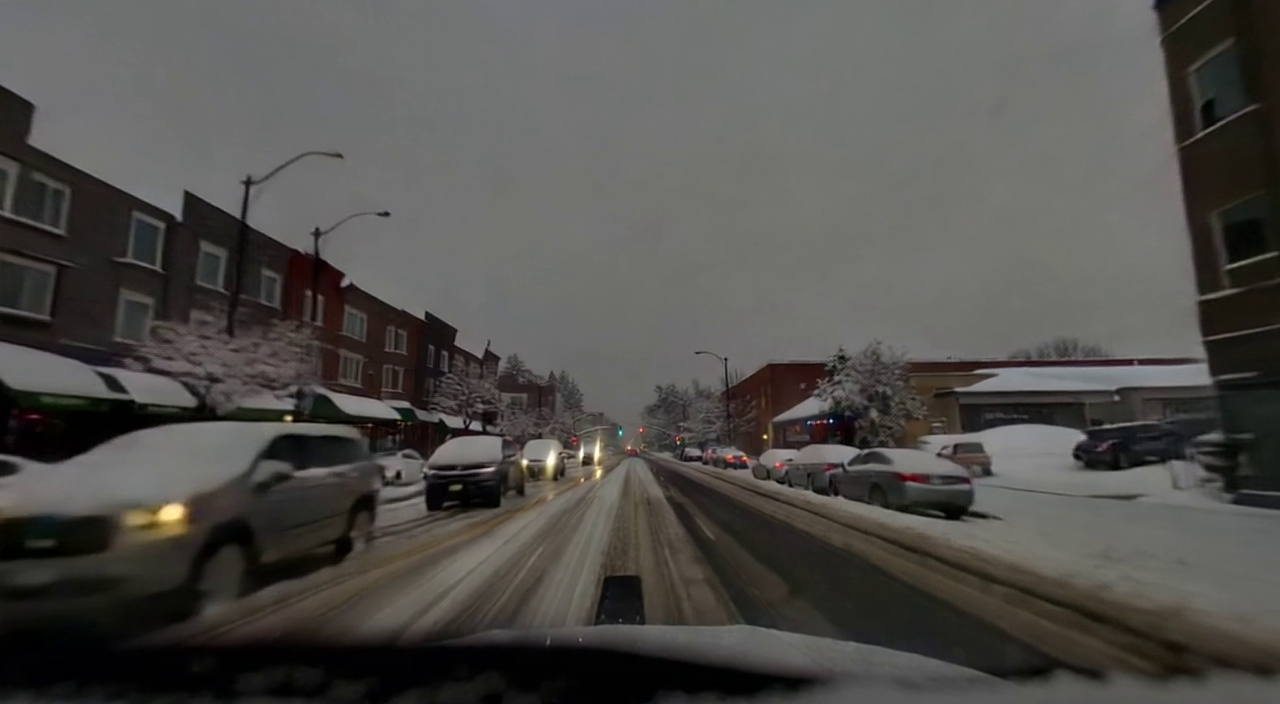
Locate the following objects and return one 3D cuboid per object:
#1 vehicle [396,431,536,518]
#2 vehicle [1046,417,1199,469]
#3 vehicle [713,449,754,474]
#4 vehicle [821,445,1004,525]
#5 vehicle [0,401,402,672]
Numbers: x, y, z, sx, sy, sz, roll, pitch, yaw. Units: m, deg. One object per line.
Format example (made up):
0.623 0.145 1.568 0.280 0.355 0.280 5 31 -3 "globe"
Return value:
-3.795 2.745 14.681 1.914 1.682 4.263 -1 -8 2 "vehicle"
17.236 3.290 22.929 1.908 1.680 4.434 0 -8 -2 "vehicle"
5.986 7.035 40.886 1.837 1.482 4.706 0 -8 -1 "vehicle"
5.970 2.918 14.566 2.054 1.525 4.258 0 -8 -4 "vehicle"
-4.331 1.463 6.182 2.145 1.653 4.421 -1 -8 2 "vehicle"
